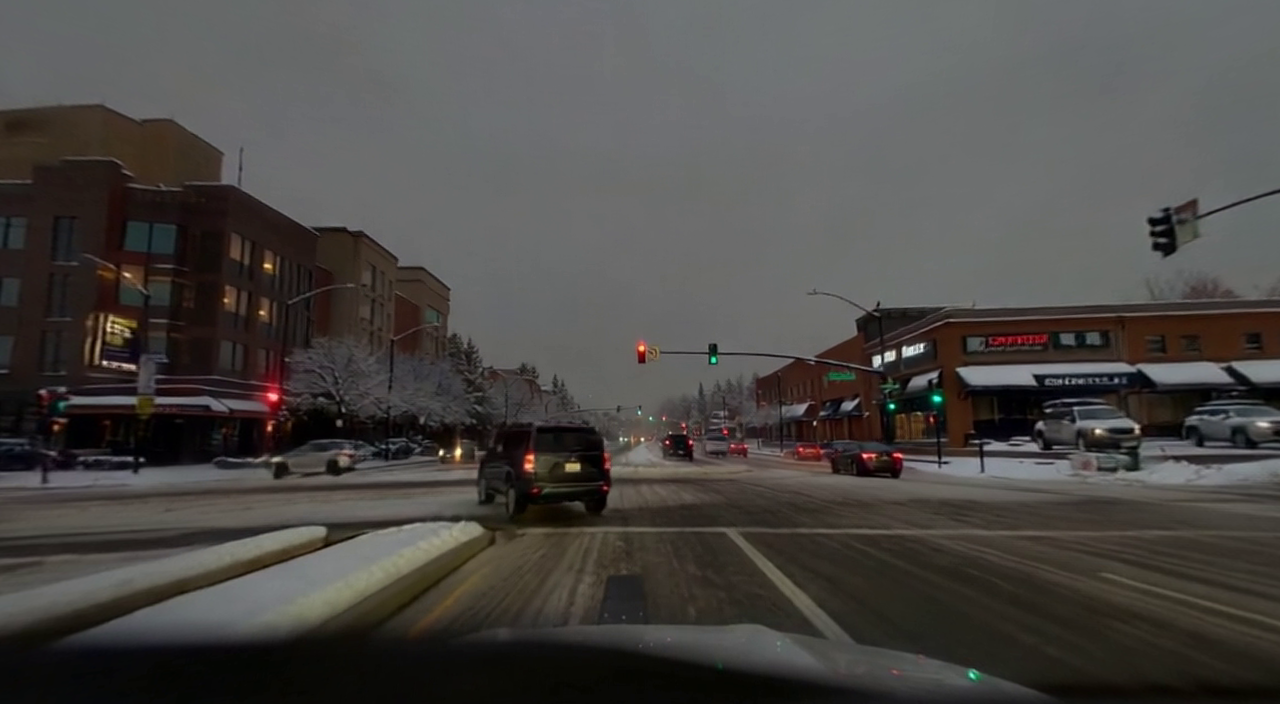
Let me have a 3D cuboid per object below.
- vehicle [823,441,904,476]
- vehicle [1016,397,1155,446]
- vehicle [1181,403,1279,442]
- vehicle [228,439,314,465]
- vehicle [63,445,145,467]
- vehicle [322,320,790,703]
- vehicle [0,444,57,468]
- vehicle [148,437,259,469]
[{"bbox_3d":[9.743,4.658,27.905,1.863,1.426,4.494,0,-8,-1],"label":"vehicle"},{"bbox_3d":[18.454,3.009,26.541,2.123,1.884,5.170,0,-8,1],"label":"vehicle"},{"bbox_3d":[24.287,2.872,25.780,1.422,1.496,3.318,1,-6,1],"label":"vehicle"},{"bbox_3d":[-23.231,6.279,39.746,4.286,1.210,1.877,3,-3,4],"label":"vehicle"},{"bbox_3d":[-36.384,7.076,42.837,4.054,1.382,1.564,1,-9,0],"label":"vehicle"},{"bbox_3d":[-0.477,1.159,5.630,2.242,1.812,4.993,-3,-9,-1],"label":"vehicle"},{"bbox_3d":[-42.863,7.013,42.731,4.671,1.547,1.907,0,-8,-1],"label":"vehicle"},{"bbox_3d":[-23.882,5.569,34.635,4.511,1.670,2.082,0,-9,0],"label":"vehicle"}]
